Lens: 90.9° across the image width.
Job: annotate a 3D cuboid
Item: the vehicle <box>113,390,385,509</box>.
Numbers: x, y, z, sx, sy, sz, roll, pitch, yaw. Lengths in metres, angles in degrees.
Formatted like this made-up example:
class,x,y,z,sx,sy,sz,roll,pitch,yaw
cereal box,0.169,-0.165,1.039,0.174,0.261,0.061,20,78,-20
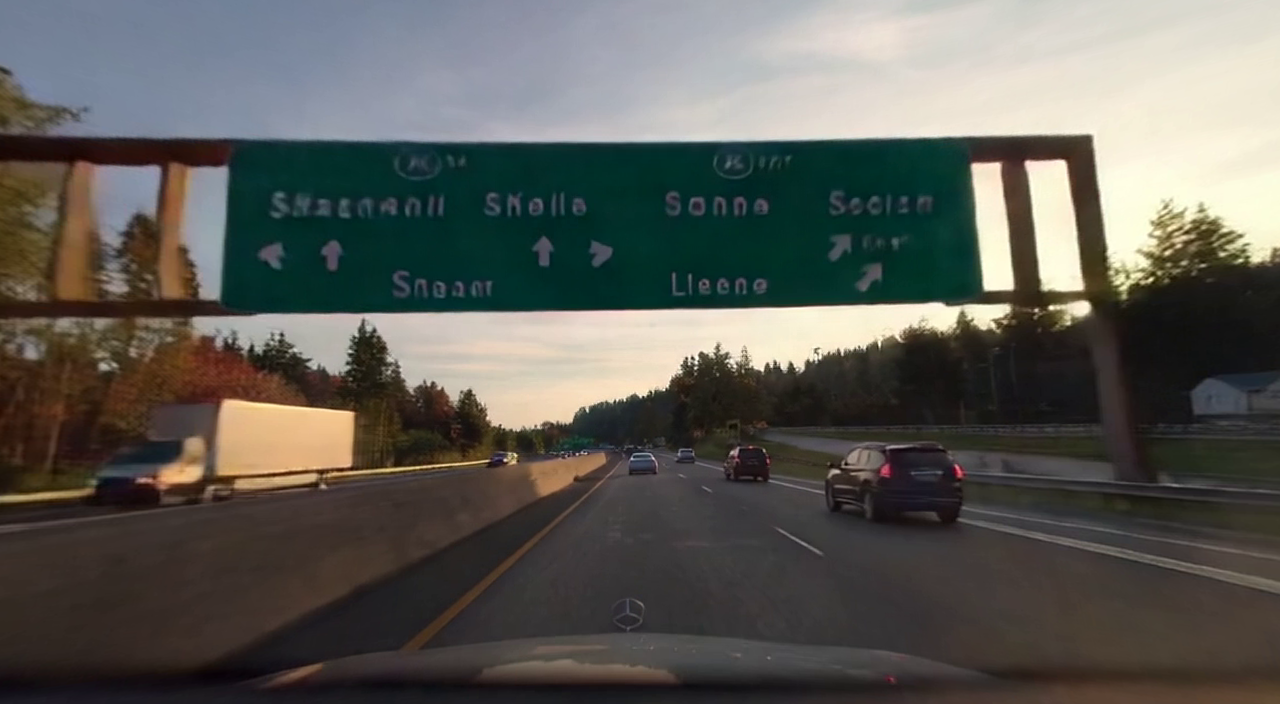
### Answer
class,x,y,z,sx,sy,sz,roll,pitch,yaw
vehicle,-16.614,4.569,29.475,2.898,4.087,15.230,0,-9,0

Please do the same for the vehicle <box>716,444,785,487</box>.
class,x,y,z,sx,sy,sz,roll,pitch,yaw
vehicle,4.511,4.693,26.356,1.969,1.639,4.472,0,-9,-1

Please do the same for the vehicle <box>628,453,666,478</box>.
class,x,y,z,sx,sy,sz,roll,pitch,yaw
vehicle,0.391,6.378,35.642,2.012,1.320,3.777,0,-9,0

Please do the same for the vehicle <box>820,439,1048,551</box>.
class,x,y,z,sx,sy,sz,roll,pitch,yaw
vehicle,4.573,2.259,10.567,1.952,1.495,3.740,0,-9,-1
